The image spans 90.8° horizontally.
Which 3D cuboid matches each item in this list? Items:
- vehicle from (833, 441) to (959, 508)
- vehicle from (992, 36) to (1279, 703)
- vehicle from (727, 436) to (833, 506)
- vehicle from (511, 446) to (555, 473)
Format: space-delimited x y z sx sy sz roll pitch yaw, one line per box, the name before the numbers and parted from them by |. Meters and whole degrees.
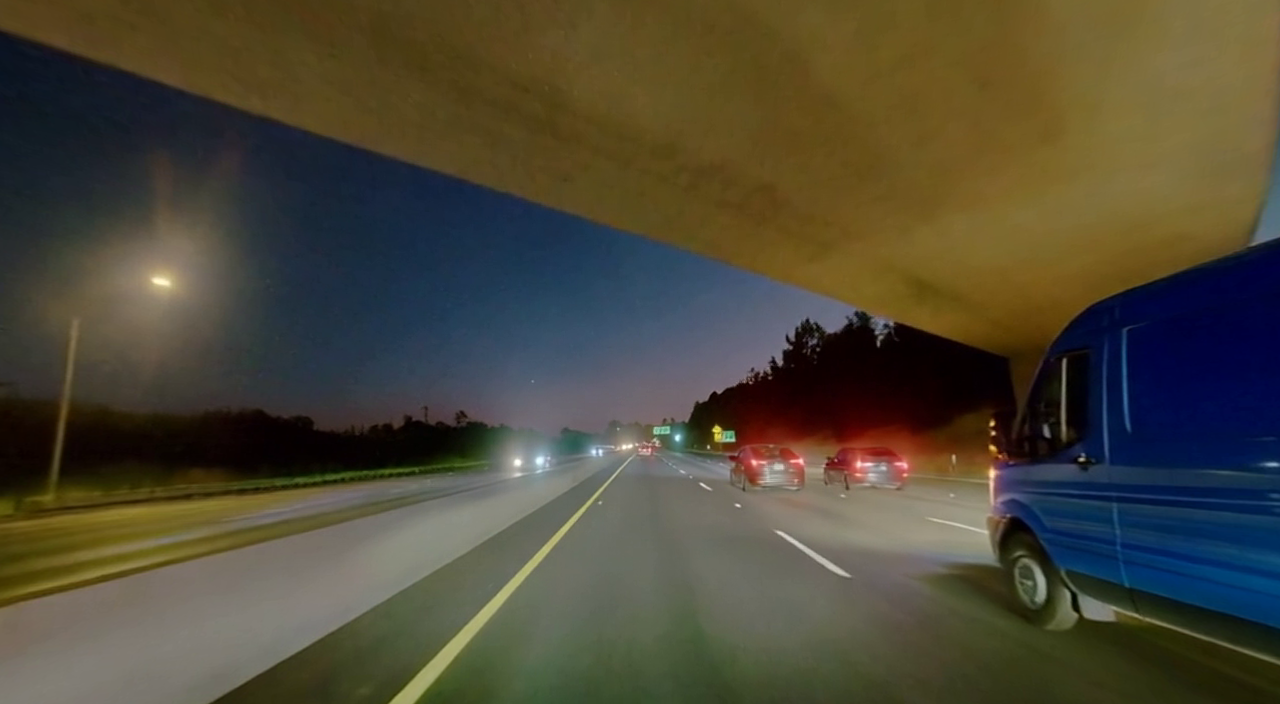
vehicle | 7.590 3.646 19.249 2.001 1.791 4.161 0 -9 -1
vehicle | 3.968 0.017 1.163 2.460 3.155 6.902 0 -9 -1
vehicle | 3.822 3.331 18.063 2.009 1.731 4.149 0 -9 -1
vehicle | -7.226 7.299 42.909 2.136 1.714 4.507 0 -9 1
